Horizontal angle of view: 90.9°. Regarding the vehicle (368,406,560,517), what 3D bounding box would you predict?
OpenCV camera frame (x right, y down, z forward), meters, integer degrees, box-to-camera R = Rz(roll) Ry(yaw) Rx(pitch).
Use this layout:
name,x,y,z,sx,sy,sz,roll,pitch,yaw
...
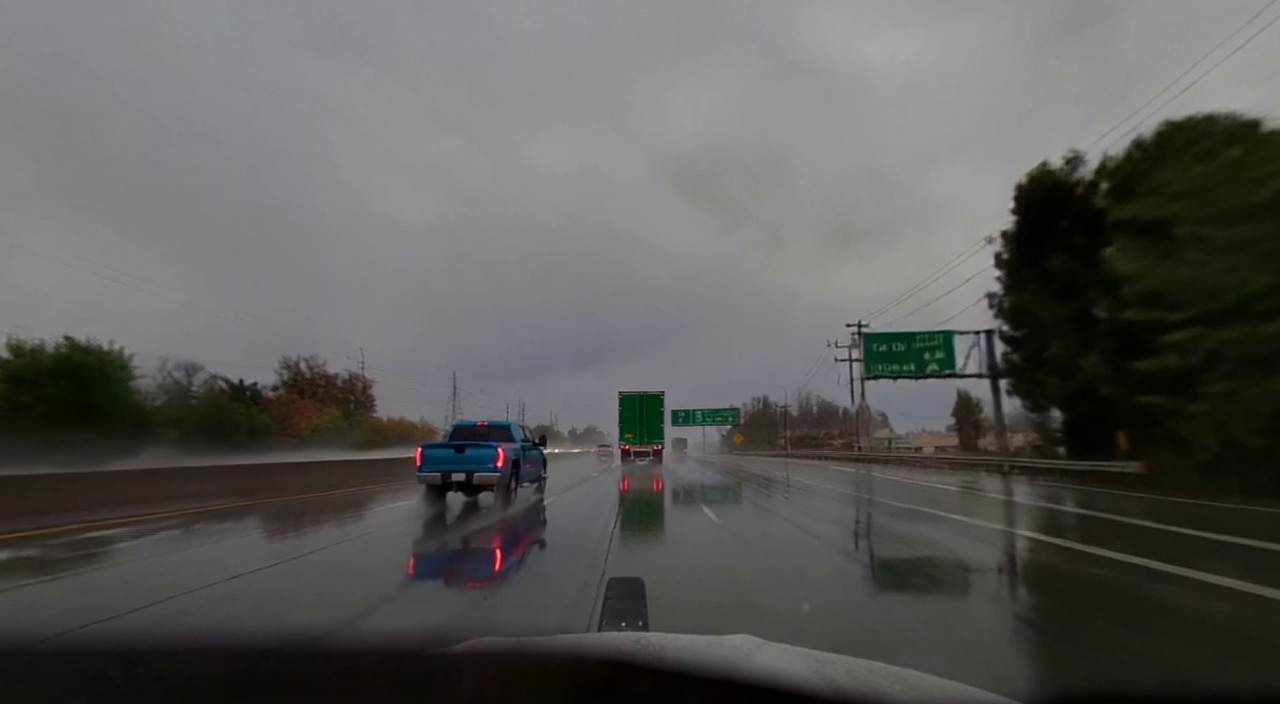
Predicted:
name,x,y,z,sx,sy,sz,roll,pitch,yaw
vehicle,-3.832,2.600,15.577,2.749,2.141,6.515,0,-8,1

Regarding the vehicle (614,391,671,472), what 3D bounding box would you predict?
name,x,y,z,sx,sy,sz,roll,pitch,yaw
vehicle,0.204,4.943,38.368,2.879,4.085,13.125,0,-8,1
